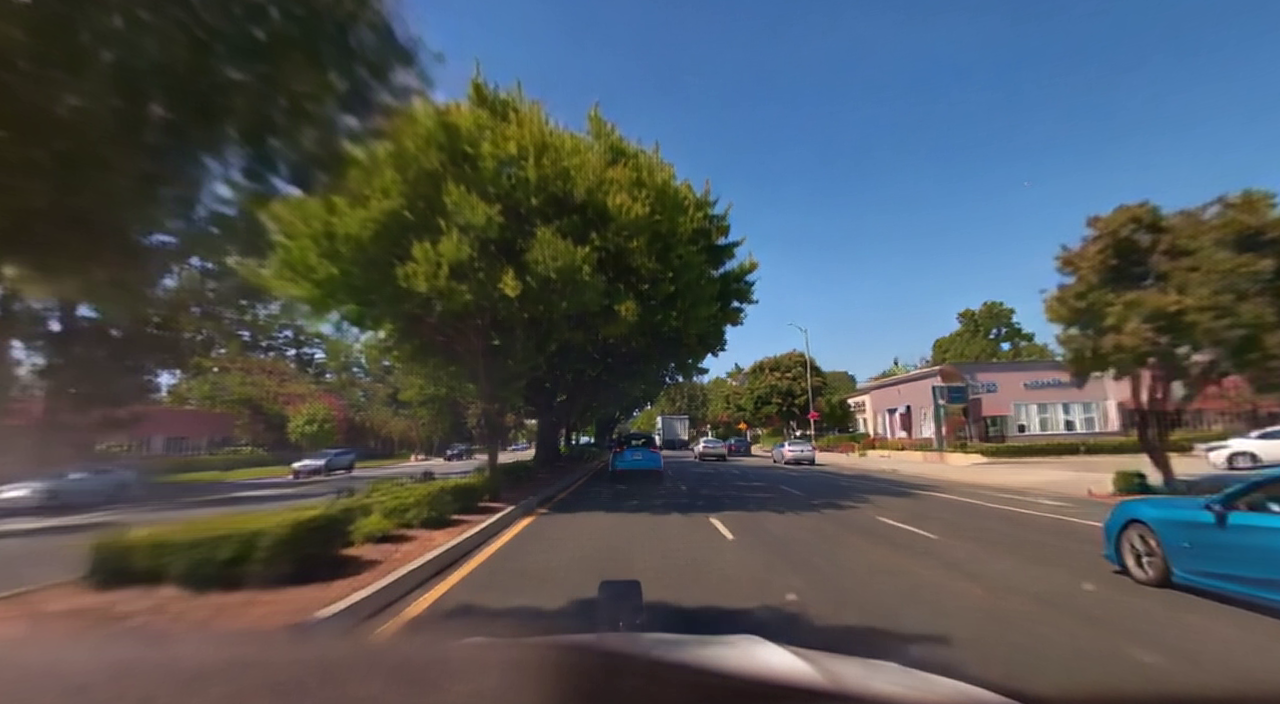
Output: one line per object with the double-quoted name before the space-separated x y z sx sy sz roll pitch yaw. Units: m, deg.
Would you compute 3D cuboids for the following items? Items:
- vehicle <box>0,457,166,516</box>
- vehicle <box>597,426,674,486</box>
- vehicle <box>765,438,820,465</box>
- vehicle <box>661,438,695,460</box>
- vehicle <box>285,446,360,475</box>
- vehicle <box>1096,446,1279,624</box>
"vehicle" -17.000 3.925 18.950 1.929 1.460 4.668 0 -9 0
"vehicle" -0.158 3.390 20.820 2.266 1.762 4.131 0 -8 -1
"vehicle" 9.023 5.940 37.724 2.045 1.484 4.342 0 -9 -2
"vehicle" 2.696 6.932 45.322 2.078 1.471 4.142 0 -9 -2
"vehicle" -19.245 6.592 38.574 1.982 1.633 4.620 -1 -9 3
"vehicle" 5.865 1.299 4.300 2.258 1.294 4.312 0 -9 -1
